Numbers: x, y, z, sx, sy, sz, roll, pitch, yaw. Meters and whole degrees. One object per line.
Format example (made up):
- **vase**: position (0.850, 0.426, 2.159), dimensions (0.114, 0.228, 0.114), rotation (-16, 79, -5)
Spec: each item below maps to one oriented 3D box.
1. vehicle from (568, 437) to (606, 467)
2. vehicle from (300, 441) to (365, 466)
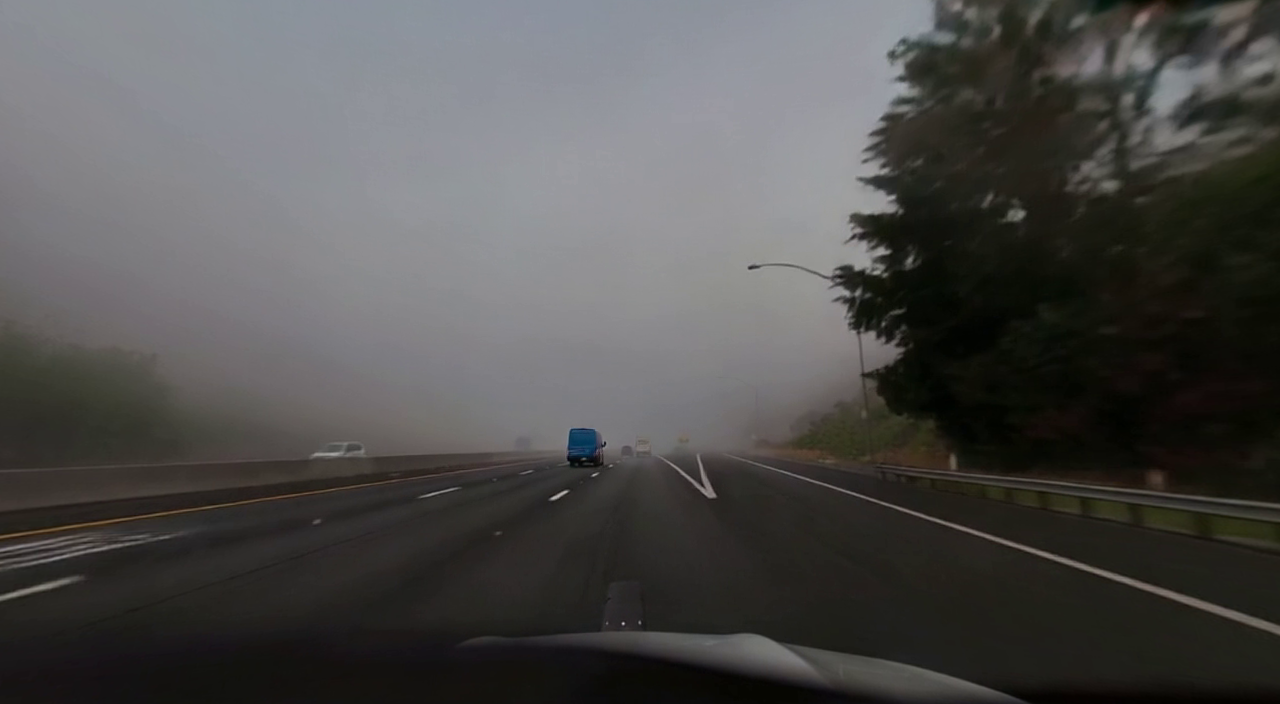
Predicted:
- **vehicle**: position (-3.450, 6.603, 41.733), dimensions (2.169, 1.849, 4.639), rotation (0, -8, 0)
- **vehicle**: position (-21.537, 7.120, 44.188), dimensions (1.984, 1.633, 4.821), rotation (0, -8, 1)
